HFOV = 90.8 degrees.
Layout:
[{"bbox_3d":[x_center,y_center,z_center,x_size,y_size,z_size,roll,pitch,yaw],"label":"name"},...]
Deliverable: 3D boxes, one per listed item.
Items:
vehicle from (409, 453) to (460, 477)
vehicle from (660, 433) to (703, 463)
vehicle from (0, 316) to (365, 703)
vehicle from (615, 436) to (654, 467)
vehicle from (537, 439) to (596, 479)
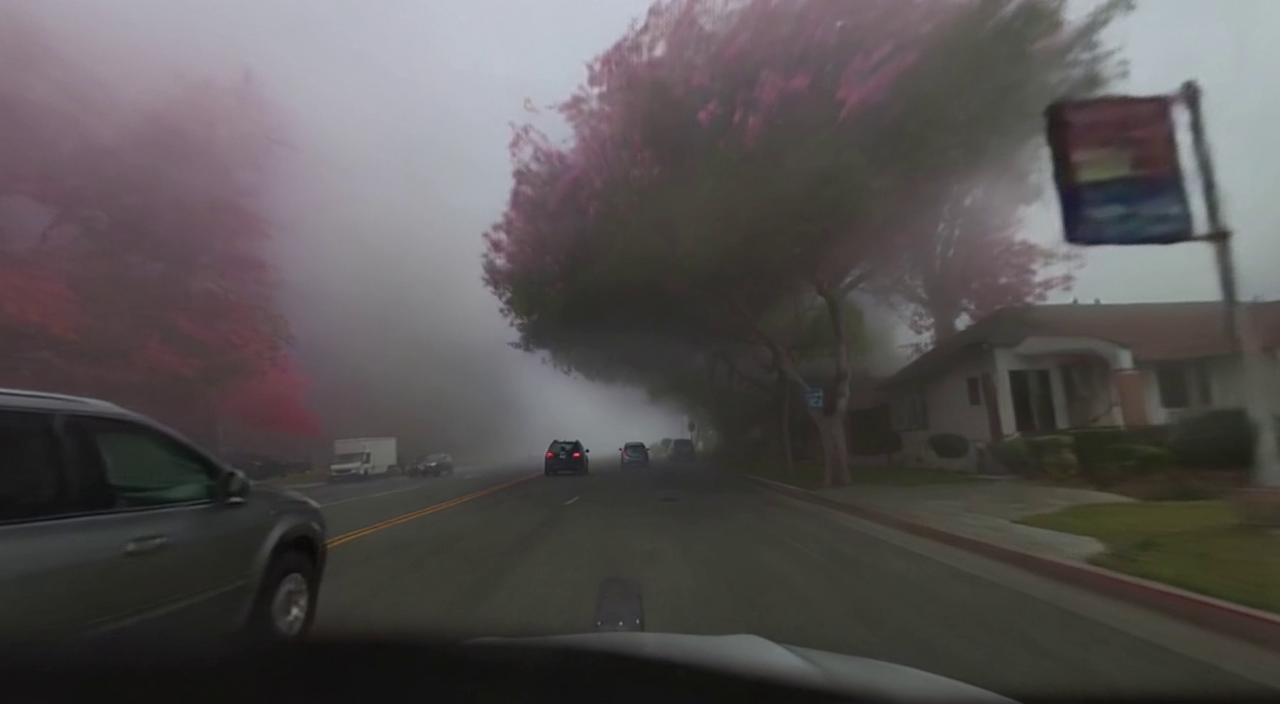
[{"bbox_3d":[-13.216,7.276,40.867,1.867,1.436,4.300,0,-8,0],"label":"vehicle"},{"bbox_3d":[3.009,7.142,47.001,2.653,2.058,5.096,0,-9,-2],"label":"vehicle"},{"bbox_3d":[-3.164,0.789,2.110,2.257,1.751,5.028,0,-9,-1],"label":"vehicle"},{"bbox_3d":[-0.386,6.367,40.553,2.376,1.801,4.317,0,-8,-1],"label":"vehicle"},{"bbox_3d":[-3.179,4.749,28.241,2.167,1.634,4.220,0,-8,0],"label":"vehicle"}]
